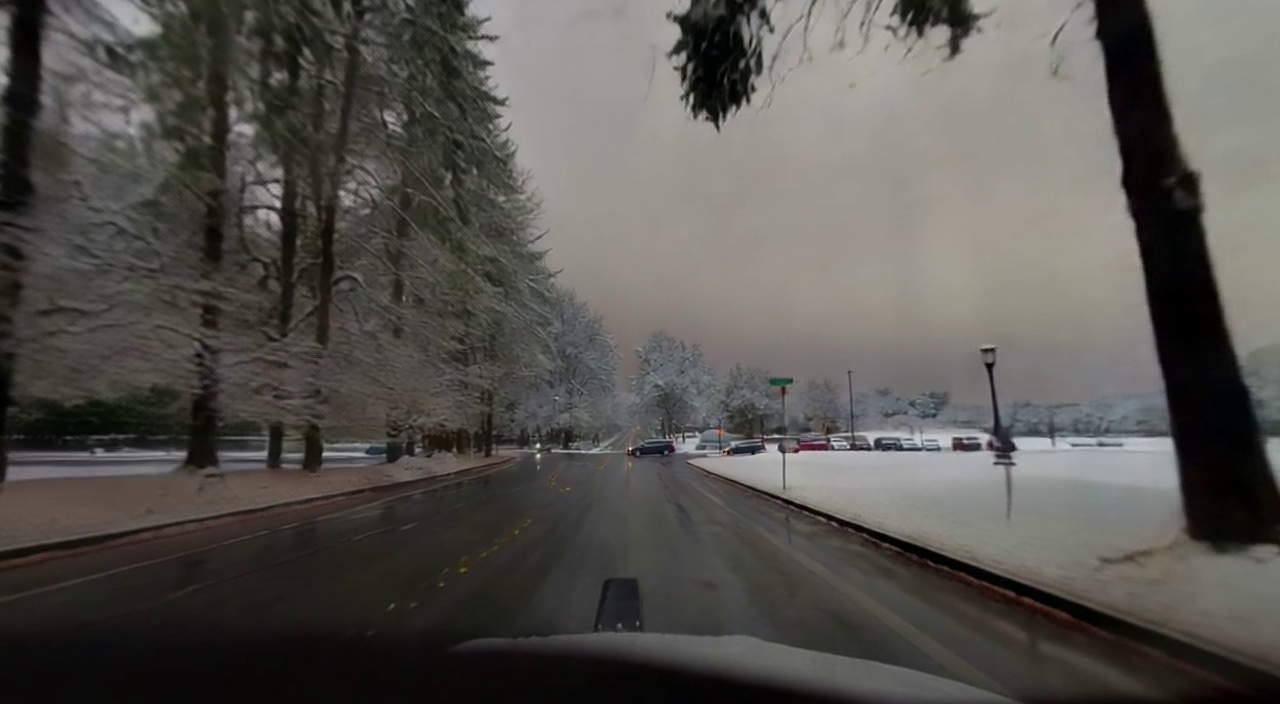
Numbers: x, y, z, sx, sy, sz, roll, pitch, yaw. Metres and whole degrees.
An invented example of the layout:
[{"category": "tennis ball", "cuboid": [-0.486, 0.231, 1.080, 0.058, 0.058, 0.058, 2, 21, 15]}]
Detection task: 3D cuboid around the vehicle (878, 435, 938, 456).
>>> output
[{"category": "vehicle", "cuboid": [20.875, 7.330, 49.246, 3.830, 1.429, 1.890, 4, -10, -10]}]
